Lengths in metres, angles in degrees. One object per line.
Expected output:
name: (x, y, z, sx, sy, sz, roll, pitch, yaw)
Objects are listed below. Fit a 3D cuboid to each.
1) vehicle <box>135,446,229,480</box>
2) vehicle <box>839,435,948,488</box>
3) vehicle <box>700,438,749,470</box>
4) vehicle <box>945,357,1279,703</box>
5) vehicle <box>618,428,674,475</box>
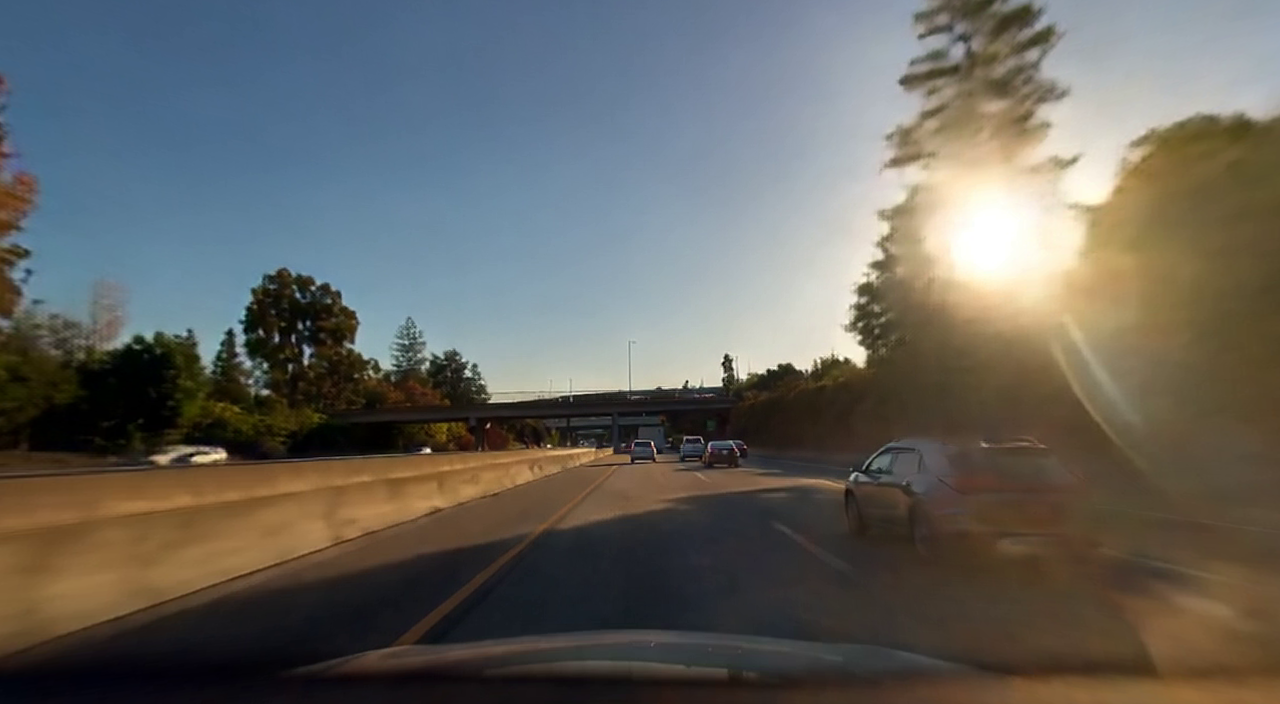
vehicle: (-27.143, 6.552, 37.597, 1.997, 1.808, 4.776, -1, -8, 0)
vehicle: (8.089, 3.509, 20.598, 1.810, 1.516, 4.183, 0, -8, 0)
vehicle: (4.210, 5.156, 32.013, 1.825, 1.487, 4.034, 0, -8, -1)
vehicle: (3.723, 0.953, 3.361, 2.003, 1.661, 4.418, -1, -8, 1)
vehicle: (0.222, 4.260, 27.156, 2.189, 1.852, 4.038, 0, -8, 0)
